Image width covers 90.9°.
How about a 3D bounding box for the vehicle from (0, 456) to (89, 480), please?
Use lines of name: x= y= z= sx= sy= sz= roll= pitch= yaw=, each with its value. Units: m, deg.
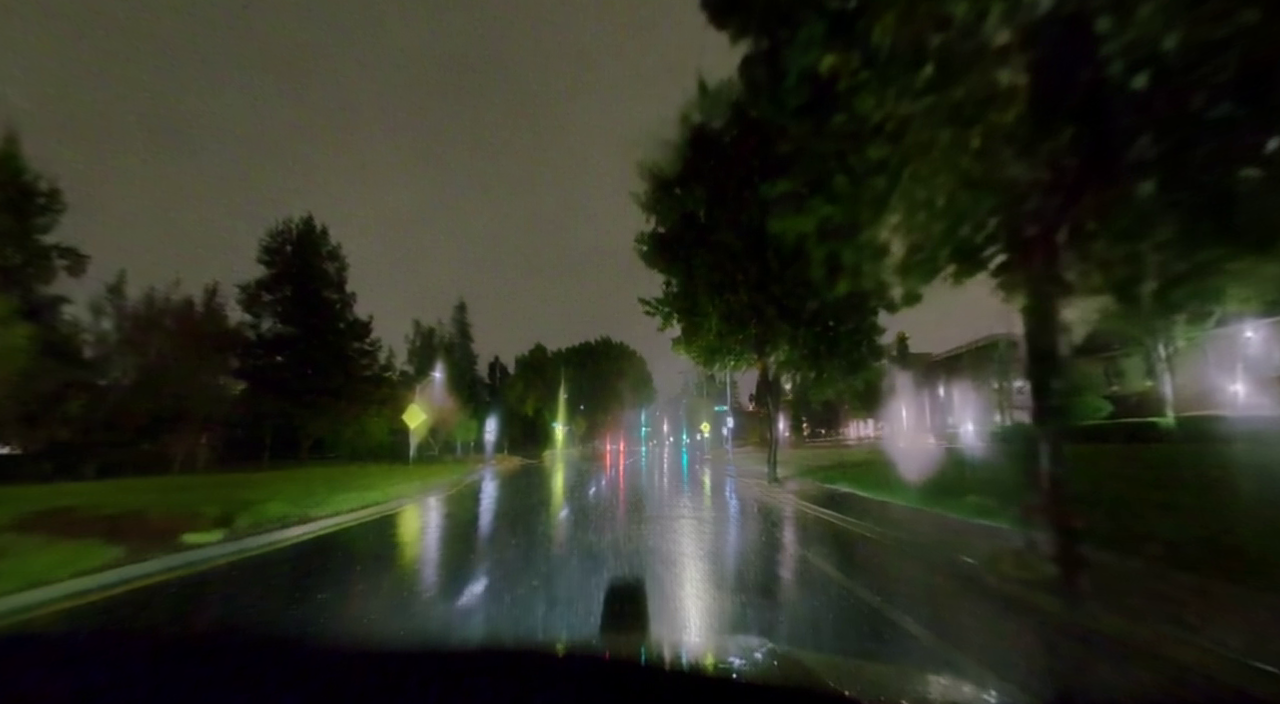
vehicle: x=-43.182 y=8.224 z=44.969 sx=2.138 sy=1.434 sz=5.611 roll=1 pitch=-8 yaw=8
